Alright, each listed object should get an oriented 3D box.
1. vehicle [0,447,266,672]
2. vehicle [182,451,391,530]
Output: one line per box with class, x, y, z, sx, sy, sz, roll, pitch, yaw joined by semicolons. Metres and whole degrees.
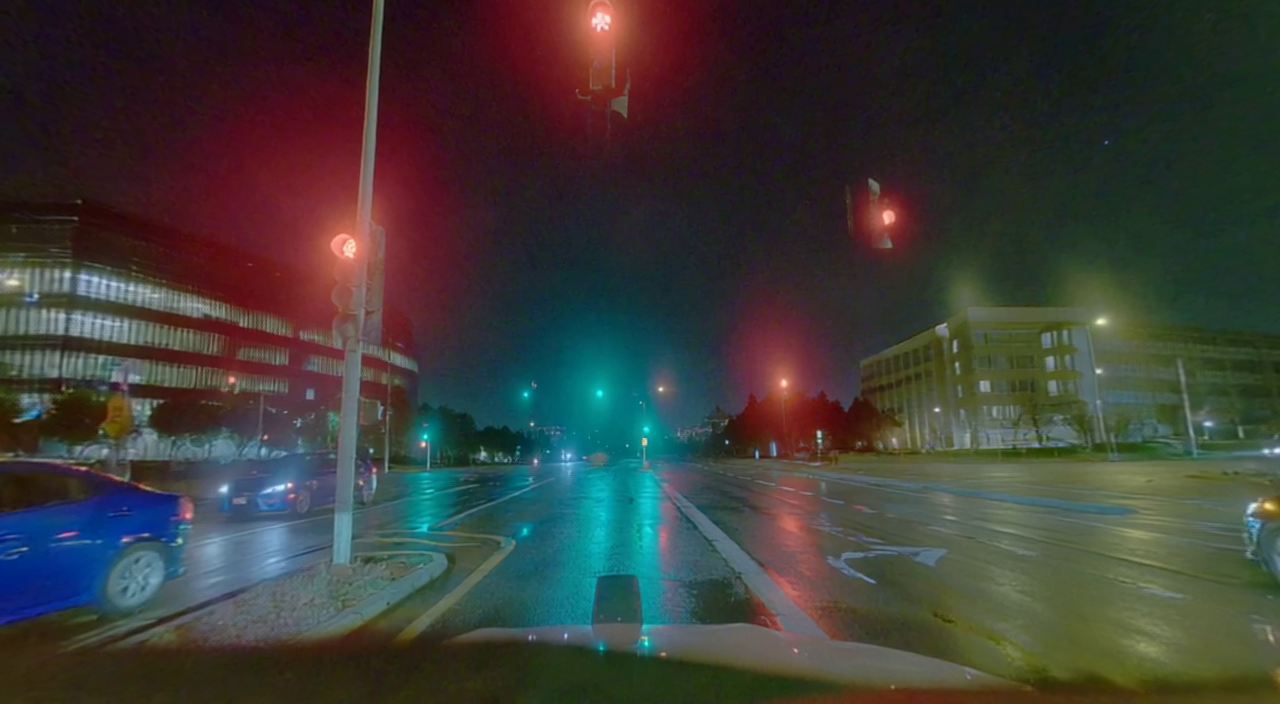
vehicle;-5.407;1.514;4.764;1.943;1.553;4.571;-1;-9;6
vehicle;-8.383;3.269;15.466;1.970;1.578;4.470;-2;-9;11
